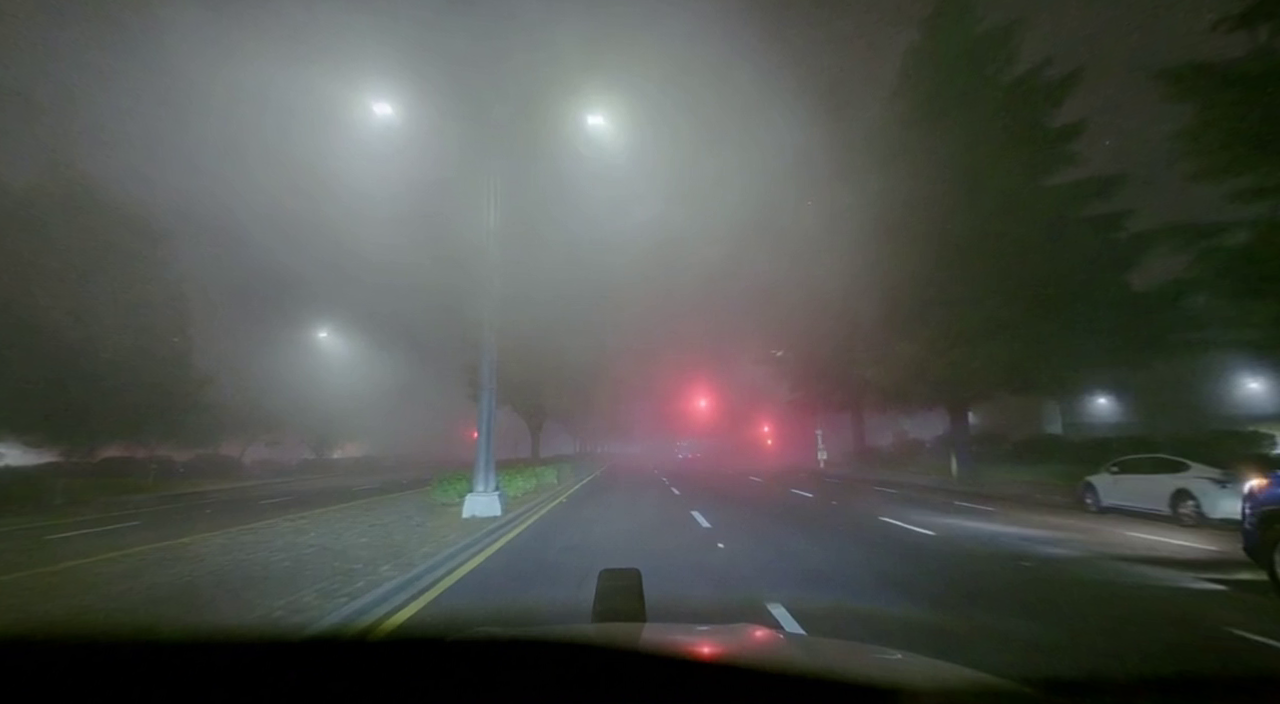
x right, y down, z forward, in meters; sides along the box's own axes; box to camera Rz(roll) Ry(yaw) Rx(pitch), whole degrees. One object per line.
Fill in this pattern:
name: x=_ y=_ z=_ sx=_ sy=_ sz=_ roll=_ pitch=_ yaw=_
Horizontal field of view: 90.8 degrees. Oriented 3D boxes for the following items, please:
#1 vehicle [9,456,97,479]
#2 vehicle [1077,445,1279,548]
vehicle: x=-41.881 y=8.240 z=45.156 sx=4.408 sy=1.611 sz=1.902 roll=0 pitch=-8 yaw=2
vehicle: x=10.077 y=2.280 z=10.495 sx=1.987 sy=1.441 sz=5.005 roll=0 pitch=-8 yaw=-1
